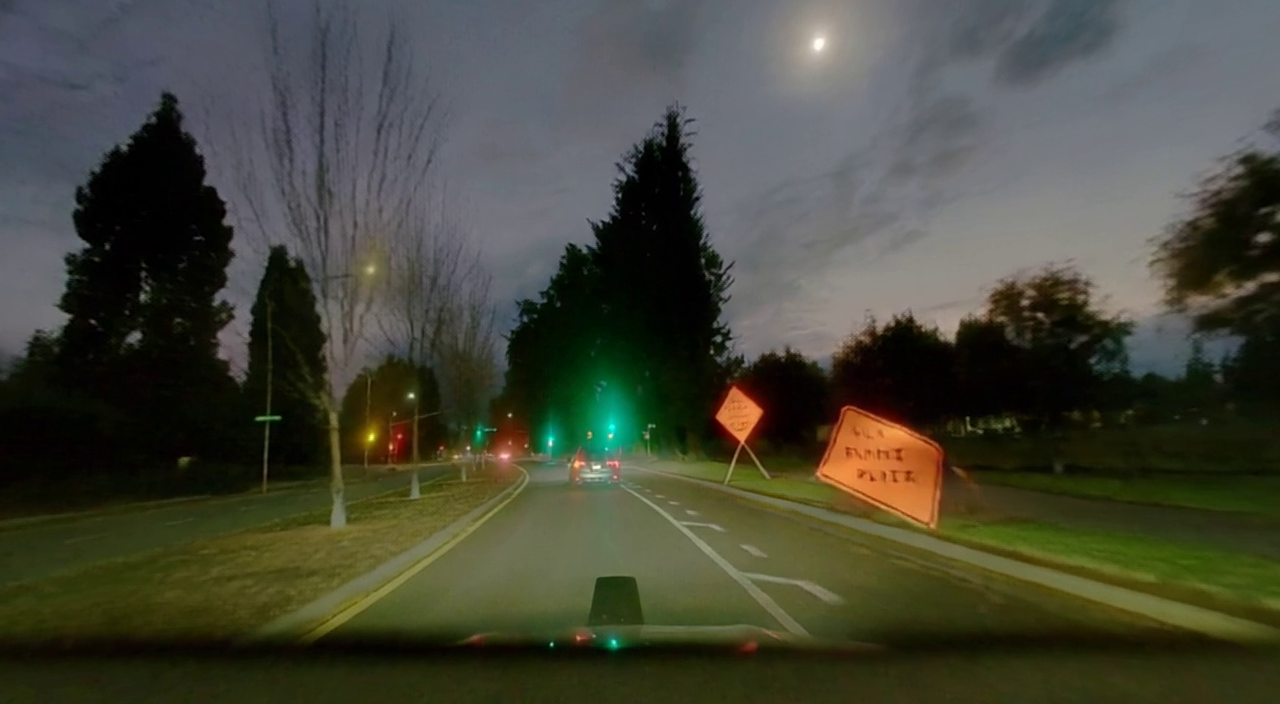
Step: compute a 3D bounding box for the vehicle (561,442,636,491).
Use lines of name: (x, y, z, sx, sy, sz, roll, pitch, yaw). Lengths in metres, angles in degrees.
vehicle: (-1.554, 3.905, 21.983, 2.266, 1.508, 4.430, 1, -9, -8)
